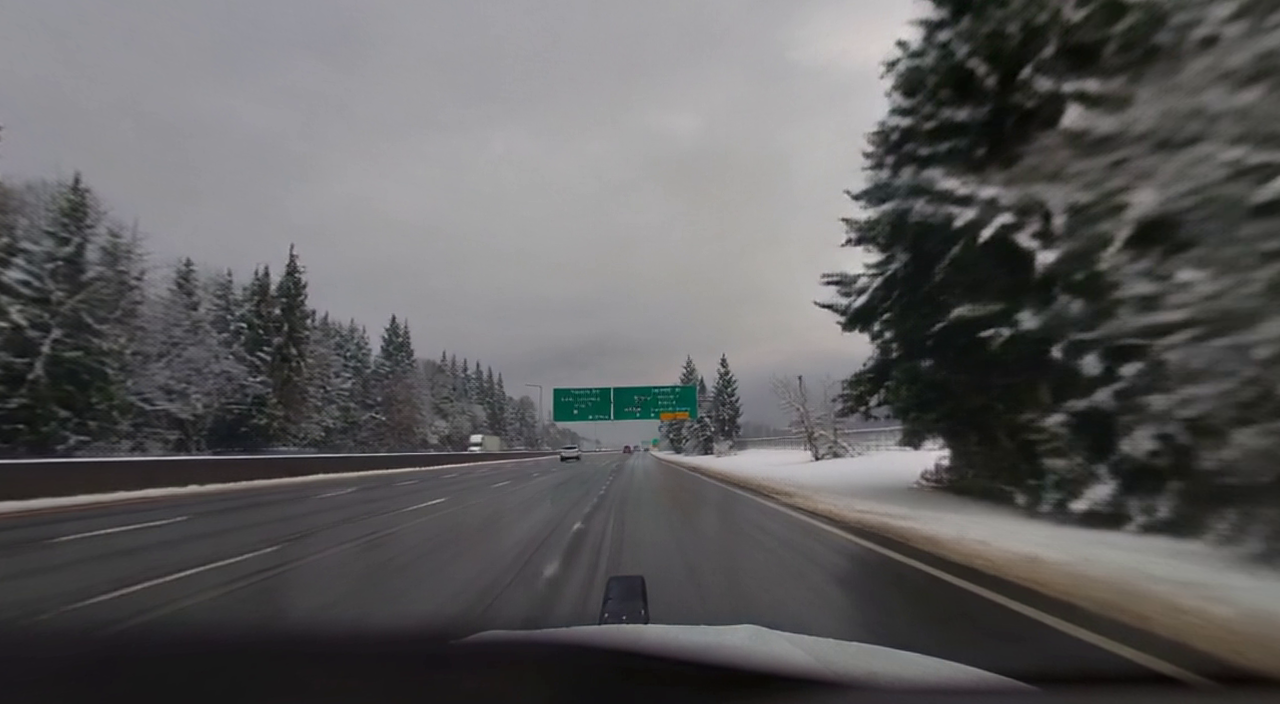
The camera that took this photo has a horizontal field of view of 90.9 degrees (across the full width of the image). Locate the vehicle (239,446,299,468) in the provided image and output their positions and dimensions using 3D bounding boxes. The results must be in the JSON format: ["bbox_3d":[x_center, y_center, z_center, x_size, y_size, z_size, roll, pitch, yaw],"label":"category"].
[{"bbox_3d":[-27.144,7.704,46.264,1.830,1.555,4.277,0,-9,0],"label":"vehicle"}]
